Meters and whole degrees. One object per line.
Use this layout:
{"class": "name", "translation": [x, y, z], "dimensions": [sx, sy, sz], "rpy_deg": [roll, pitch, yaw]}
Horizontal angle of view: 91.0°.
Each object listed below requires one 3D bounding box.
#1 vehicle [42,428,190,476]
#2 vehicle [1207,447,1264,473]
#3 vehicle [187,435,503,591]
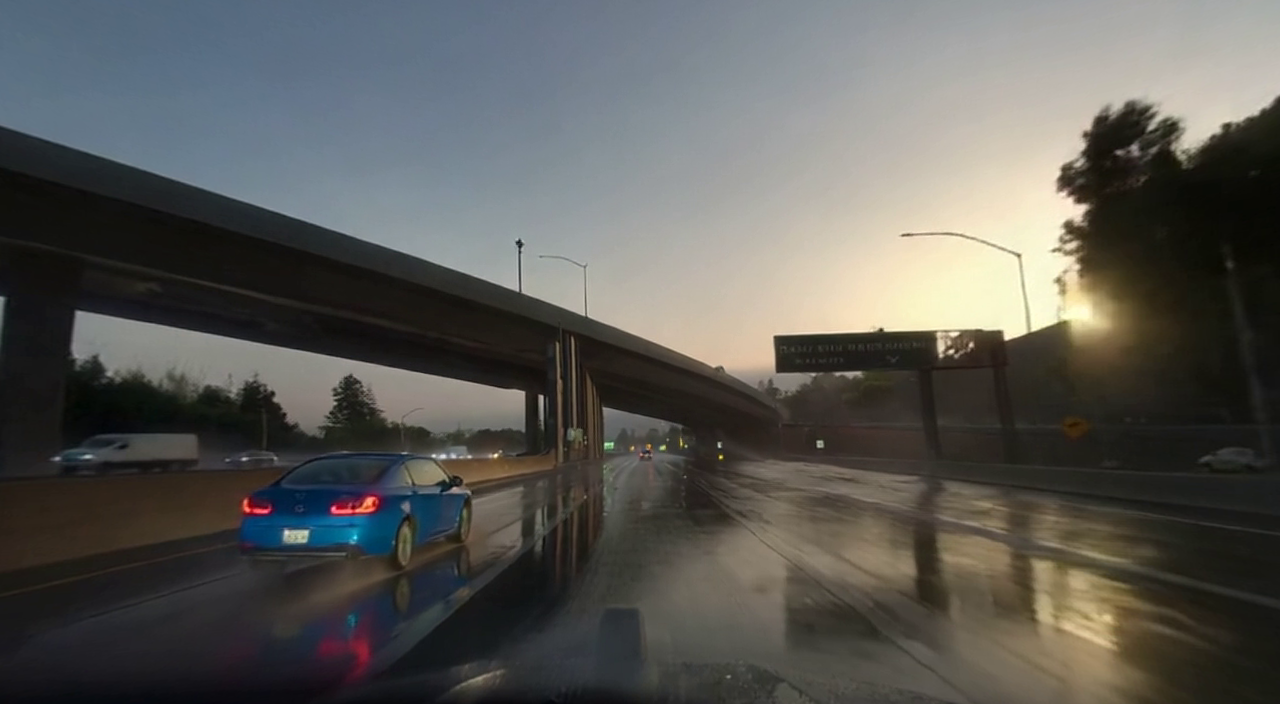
{"class": "vehicle", "translation": [-33.648, 6.467, 40.979], "dimensions": [3.061, 2.821, 7.422], "rpy_deg": [0, -9, 1]}
{"class": "vehicle", "translation": [39.487, 7.128, 41.719], "dimensions": [4.125, 1.623, 2.090], "rpy_deg": [8, -11, -39]}
{"class": "vehicle", "translation": [-3.322, 1.880, 8.228], "dimensions": [2.044, 1.478, 4.114], "rpy_deg": [0, -9, 1]}
